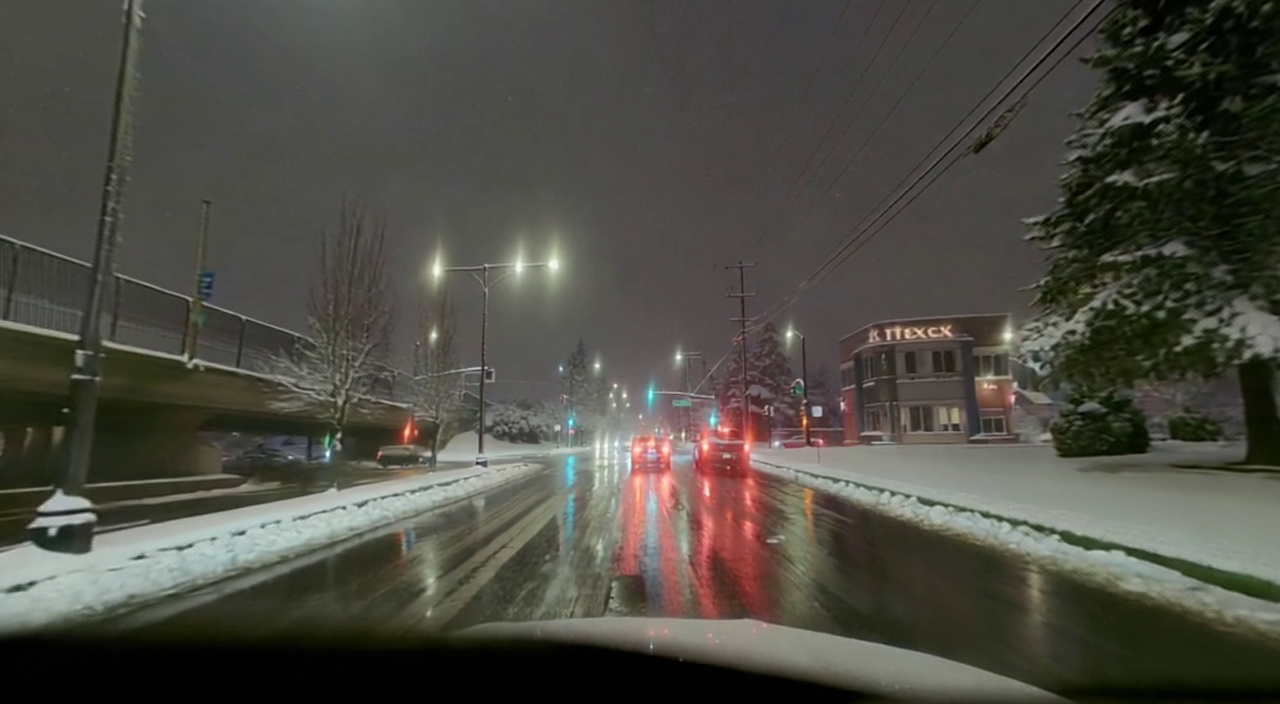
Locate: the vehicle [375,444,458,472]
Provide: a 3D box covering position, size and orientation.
[{"bbox_3d":[-13.229,6.277,37.577,1.860,1.543,4.302,-6,-10,35],"label":"vehicle"}]

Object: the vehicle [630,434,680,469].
[{"bbox_3d":[0.645,4.511,28.747,2.101,1.467,4.210,0,-8,0],"label":"vehicle"}]

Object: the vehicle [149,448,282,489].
[{"bbox_3d":[-18.962,5.180,28.448,1.832,1.611,4.546,-5,-9,28],"label":"vehicle"}]

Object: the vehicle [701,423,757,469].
[{"bbox_3d":[4.151,4.484,30.095,2.080,1.999,4.379,0,-8,0],"label":"vehicle"}]
